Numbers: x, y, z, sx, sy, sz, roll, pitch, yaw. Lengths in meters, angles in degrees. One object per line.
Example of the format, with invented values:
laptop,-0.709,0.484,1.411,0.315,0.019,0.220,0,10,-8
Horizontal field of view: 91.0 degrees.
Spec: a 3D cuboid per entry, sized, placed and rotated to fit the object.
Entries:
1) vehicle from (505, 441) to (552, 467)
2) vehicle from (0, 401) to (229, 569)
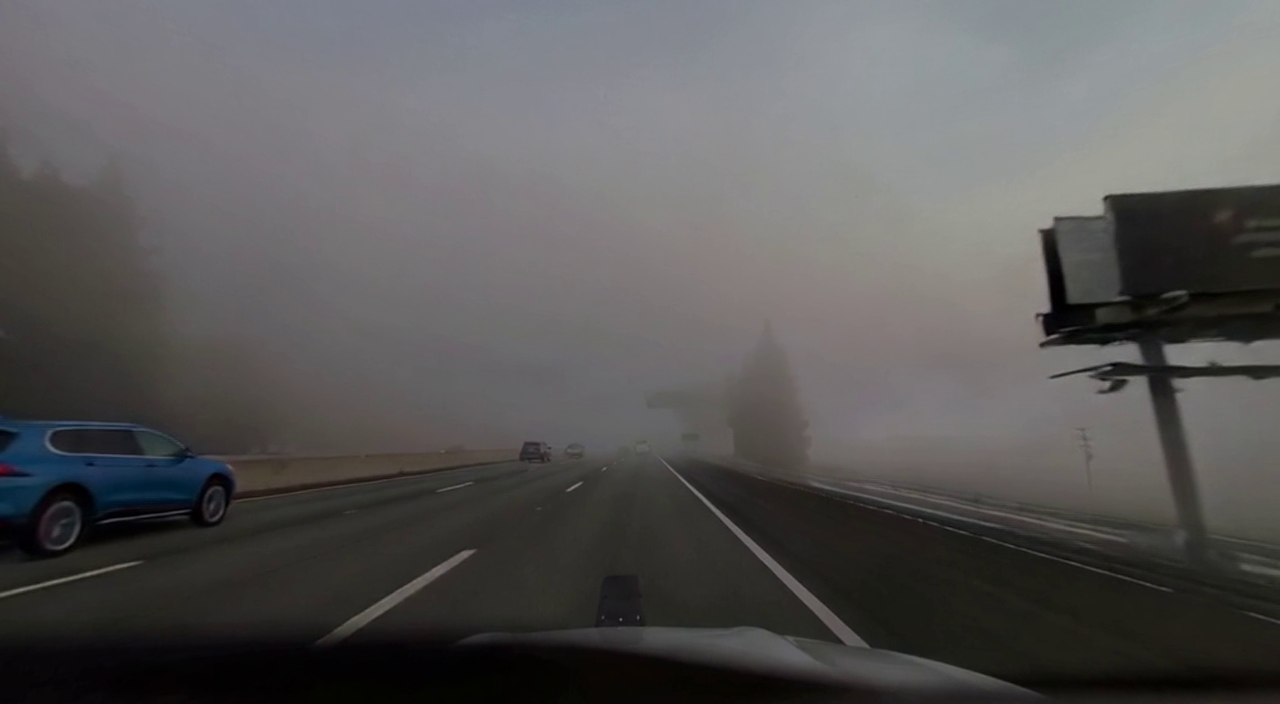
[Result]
vehicle,-6.954,6.402,39.848,2.008,1.520,4.731,0,-9,1
vehicle,-7.538,1.503,7.440,2.055,1.683,4.804,0,-9,1
